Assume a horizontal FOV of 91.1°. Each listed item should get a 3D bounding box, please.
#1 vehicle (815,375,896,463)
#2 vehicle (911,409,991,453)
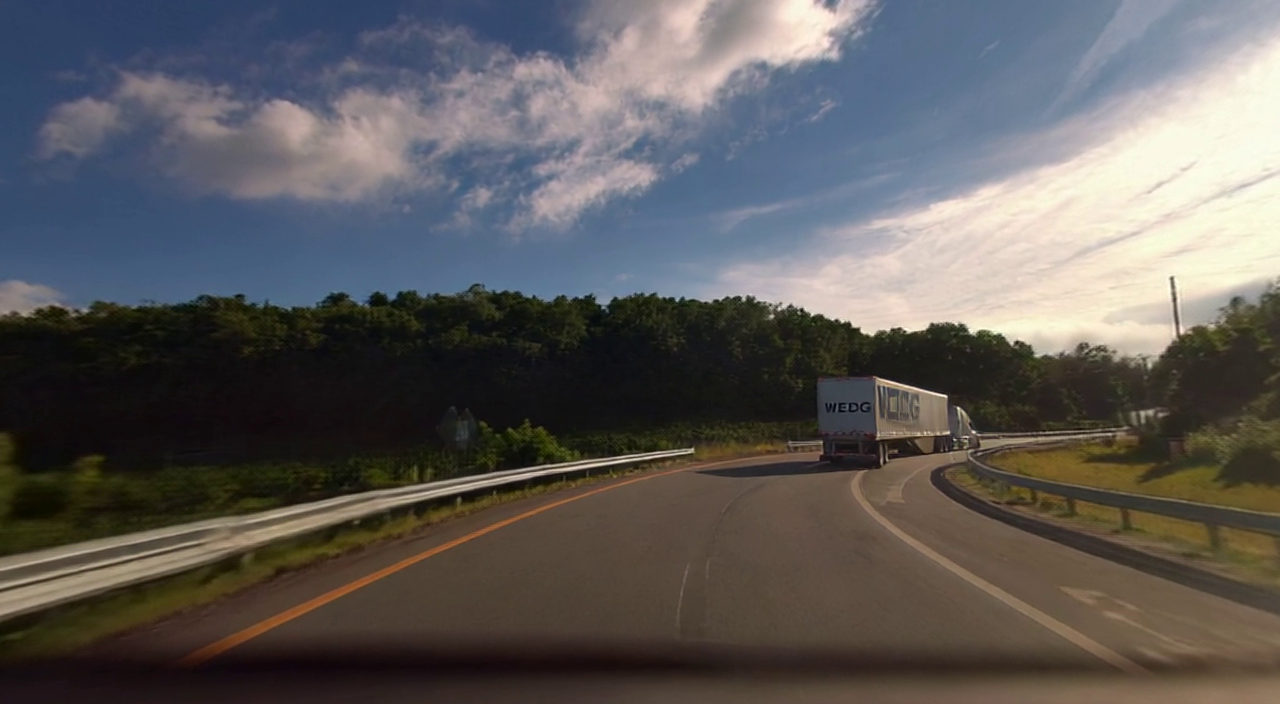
[{"bbox_3d":[10.018,3.142,29.085,2.963,3.771,3.137,-4,-9,27],"label":"vehicle"},{"bbox_3d":[19.616,4.994,39.441,6.650,2.524,2.120,7,-11,-42],"label":"vehicle"}]
